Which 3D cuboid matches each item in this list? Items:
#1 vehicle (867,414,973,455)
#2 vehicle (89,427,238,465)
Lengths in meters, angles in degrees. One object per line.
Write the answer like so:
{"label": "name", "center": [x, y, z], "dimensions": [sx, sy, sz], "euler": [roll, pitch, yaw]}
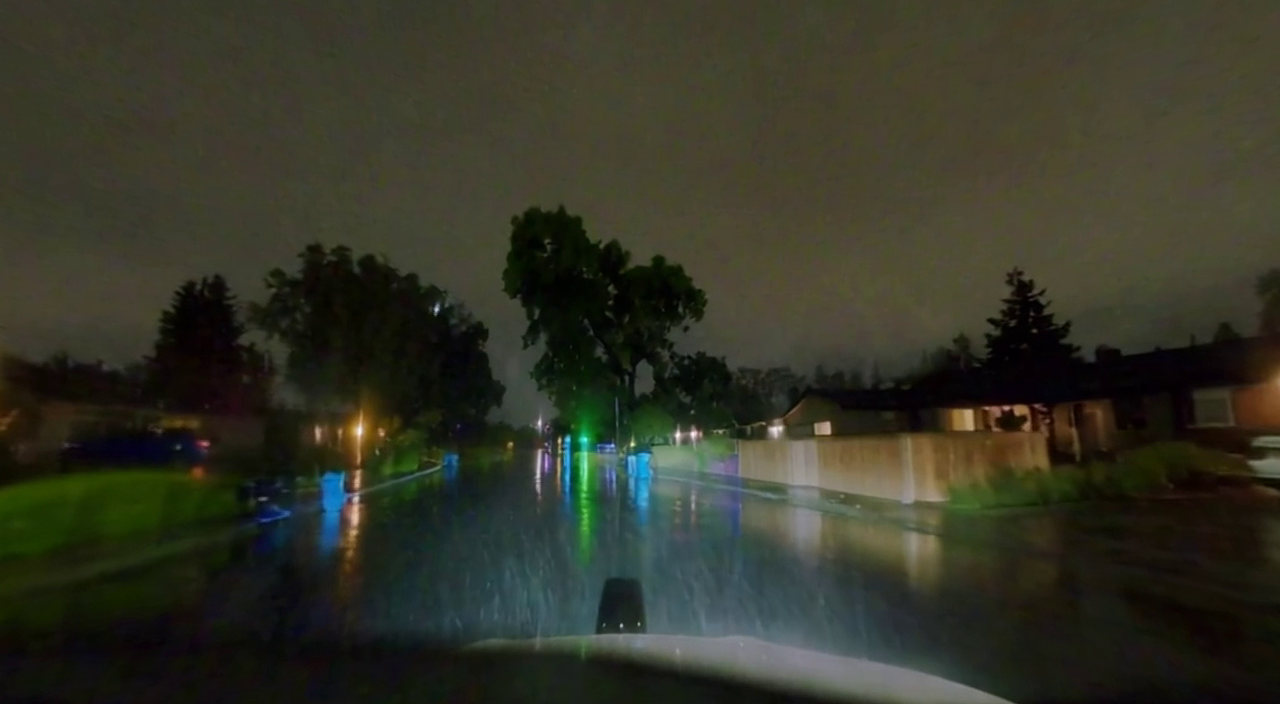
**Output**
{"label": "vehicle", "center": [14.861, 4.422, 33.729], "dimensions": [4.829, 1.772, 2.092], "euler": [-8, -9, 22]}
{"label": "vehicle", "center": [-20.667, 4.157, 27.640], "dimensions": [4.654, 1.457, 1.986], "euler": [3, -11, -10]}
